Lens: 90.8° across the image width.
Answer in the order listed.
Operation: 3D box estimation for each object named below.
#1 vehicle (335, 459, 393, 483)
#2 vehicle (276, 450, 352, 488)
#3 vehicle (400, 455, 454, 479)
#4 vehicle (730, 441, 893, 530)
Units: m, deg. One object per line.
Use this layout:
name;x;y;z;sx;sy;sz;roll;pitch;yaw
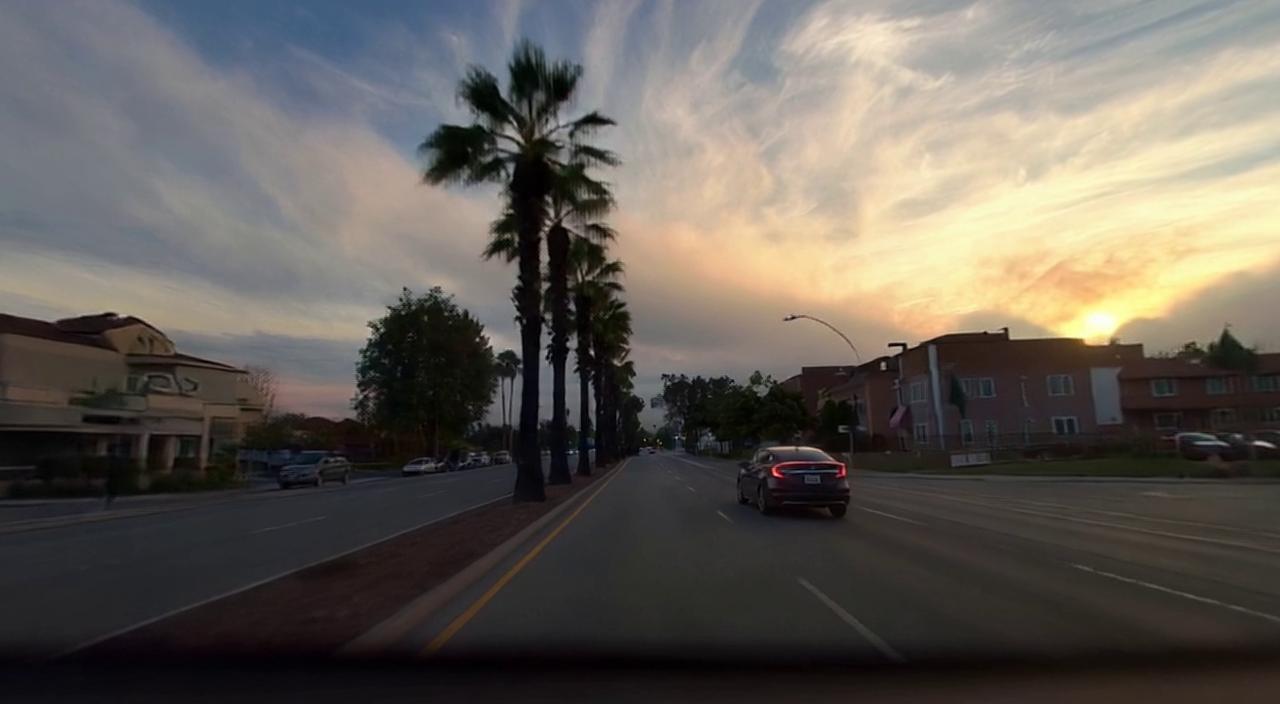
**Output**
vehicle;-18.882;8.168;43.510;1.848;1.432;4.662;0;-9;1
vehicle;-19.044;6.867;37.191;1.987;1.998;4.642;-3;-10;1
vehicle;-14.672;7.972;43.893;1.990;1.488;4.724;0;-9;2
vehicle;3.260;2.632;13.159;1.989;1.492;4.689;0;-9;-1
